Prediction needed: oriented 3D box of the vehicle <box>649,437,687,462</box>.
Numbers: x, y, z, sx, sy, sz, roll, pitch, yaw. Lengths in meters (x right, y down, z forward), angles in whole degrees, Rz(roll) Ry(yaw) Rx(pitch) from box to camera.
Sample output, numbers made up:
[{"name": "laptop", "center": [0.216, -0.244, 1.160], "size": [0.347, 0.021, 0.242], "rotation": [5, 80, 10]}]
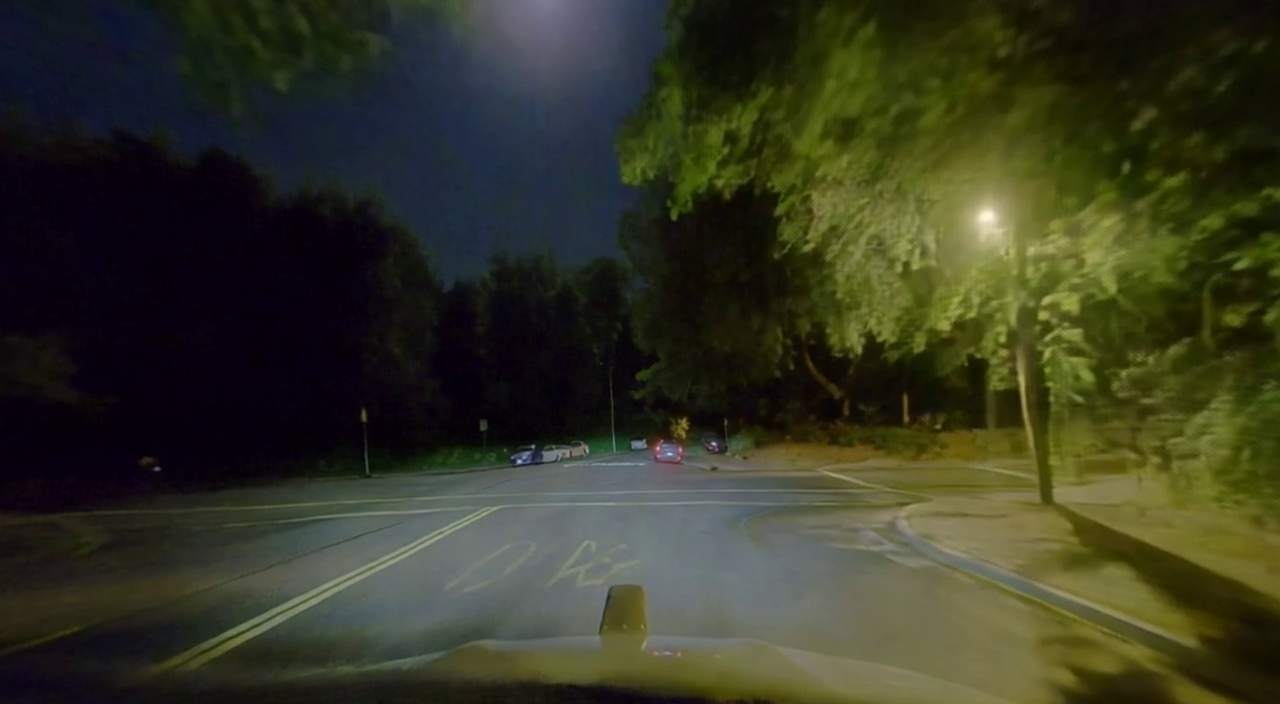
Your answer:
[{"name": "vehicle", "center": [1.695, 6.151, 39.794], "size": [2.051, 1.461, 4.100], "rotation": [0, -8, -2]}]

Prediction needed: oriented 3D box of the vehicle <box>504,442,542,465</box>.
[{"name": "vehicle", "center": [-8.294, 7.234, 45.087], "size": [2.102, 1.507, 4.049], "rotation": [0, -8, -2]}]

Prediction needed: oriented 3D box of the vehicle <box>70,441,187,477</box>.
[{"name": "vehicle", "center": [-27.646, 5.744, 34.108], "size": [4.986, 1.796, 2.066], "rotation": [-2, -8, 12]}]
